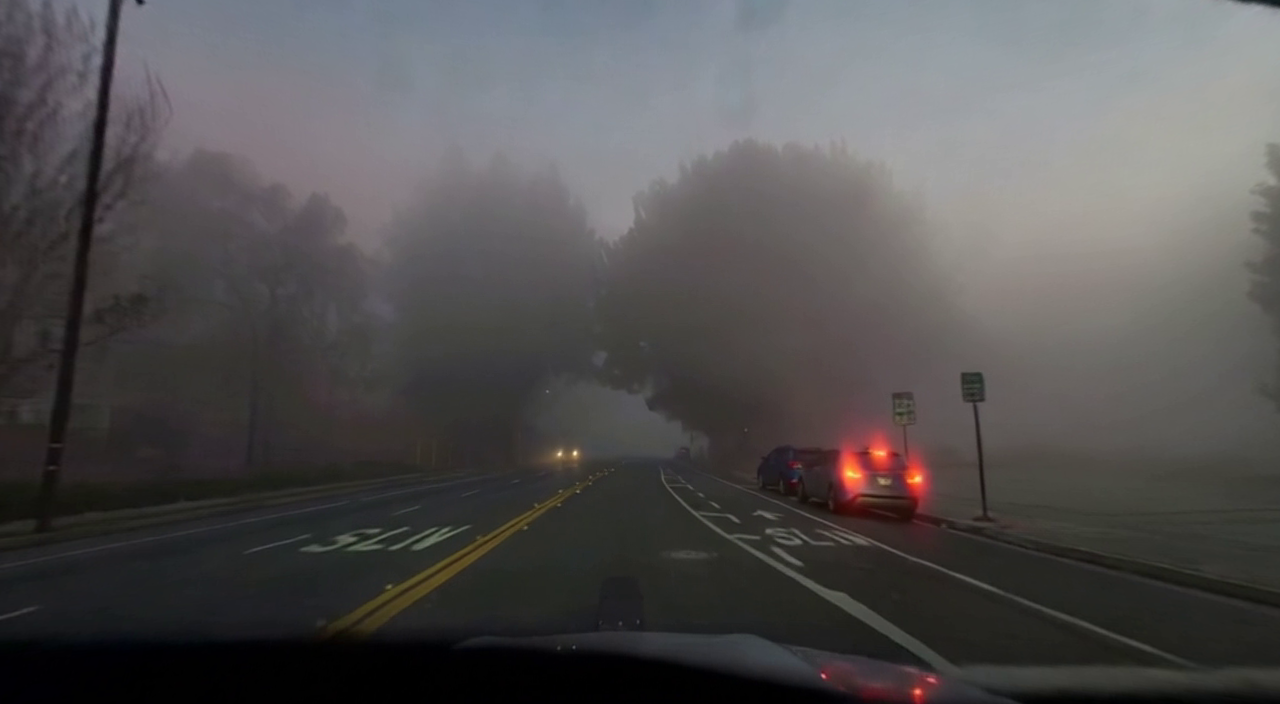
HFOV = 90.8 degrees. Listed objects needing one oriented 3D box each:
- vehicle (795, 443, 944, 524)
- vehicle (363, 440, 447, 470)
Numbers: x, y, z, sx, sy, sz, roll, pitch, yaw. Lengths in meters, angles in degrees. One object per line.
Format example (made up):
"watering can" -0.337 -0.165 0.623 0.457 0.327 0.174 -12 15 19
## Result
"vehicle" 5.168 2.974 14.961 1.891 1.611 4.269 0 -8 0
"vehicle" -16.216 7.093 43.593 5.125 1.941 2.086 4 -9 -26
